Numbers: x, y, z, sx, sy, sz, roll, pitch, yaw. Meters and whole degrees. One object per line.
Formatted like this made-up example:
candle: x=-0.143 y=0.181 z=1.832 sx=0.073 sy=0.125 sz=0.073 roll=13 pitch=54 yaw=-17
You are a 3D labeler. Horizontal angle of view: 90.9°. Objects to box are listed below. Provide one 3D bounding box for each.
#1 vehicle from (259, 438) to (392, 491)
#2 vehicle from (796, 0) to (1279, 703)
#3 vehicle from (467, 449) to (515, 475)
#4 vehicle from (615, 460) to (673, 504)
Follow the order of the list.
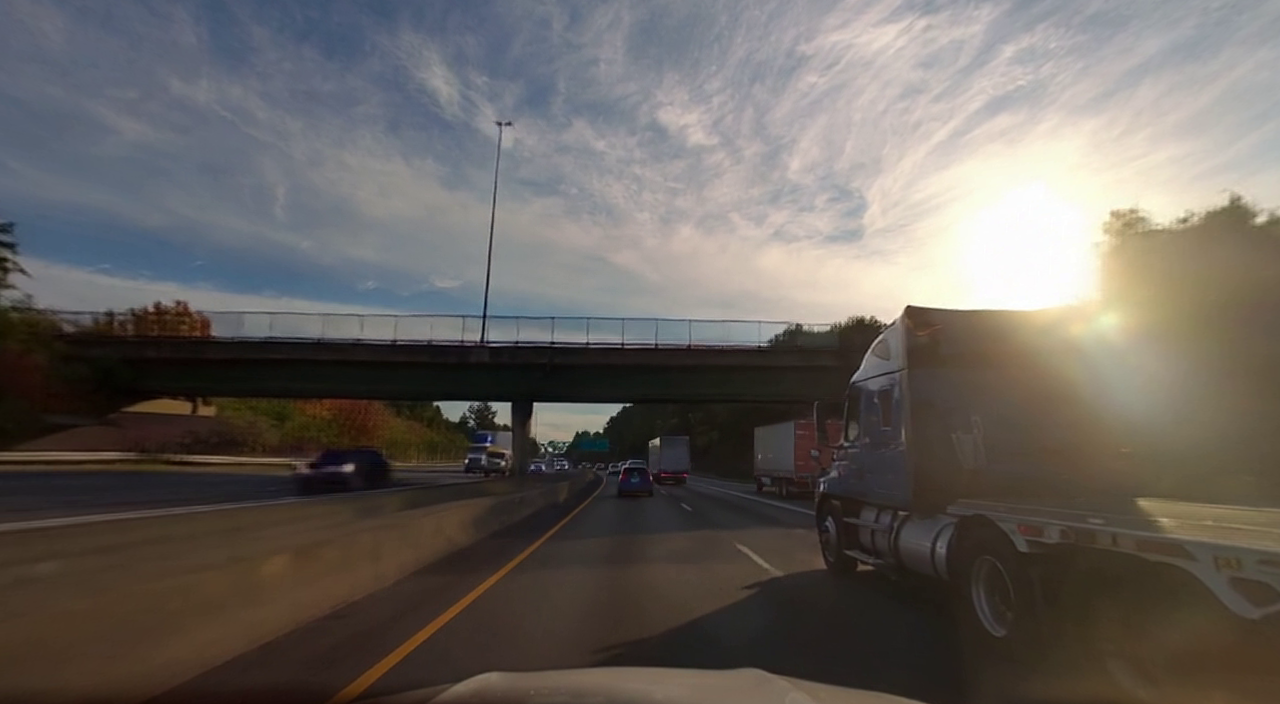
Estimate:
vehicle: x=-9.865 y=3.626 z=20.220 sx=2.057 sy=1.495 sz=4.294 roll=1 pitch=-11 yaw=-1
vehicle: x=3.732 y=-0.305 z=1.805 sx=2.831 sy=4.150 sz=14.519 roll=1 pitch=-11 yaw=0
vehicle: x=-10.527 y=7.838 z=44.820 sx=2.207 sy=1.713 sz=4.723 roll=1 pitch=-11 yaw=0
vehicle: x=0.146 y=5.075 z=24.736 sx=2.067 sy=1.552 sz=3.601 roll=1 pitch=-11 yaw=0
